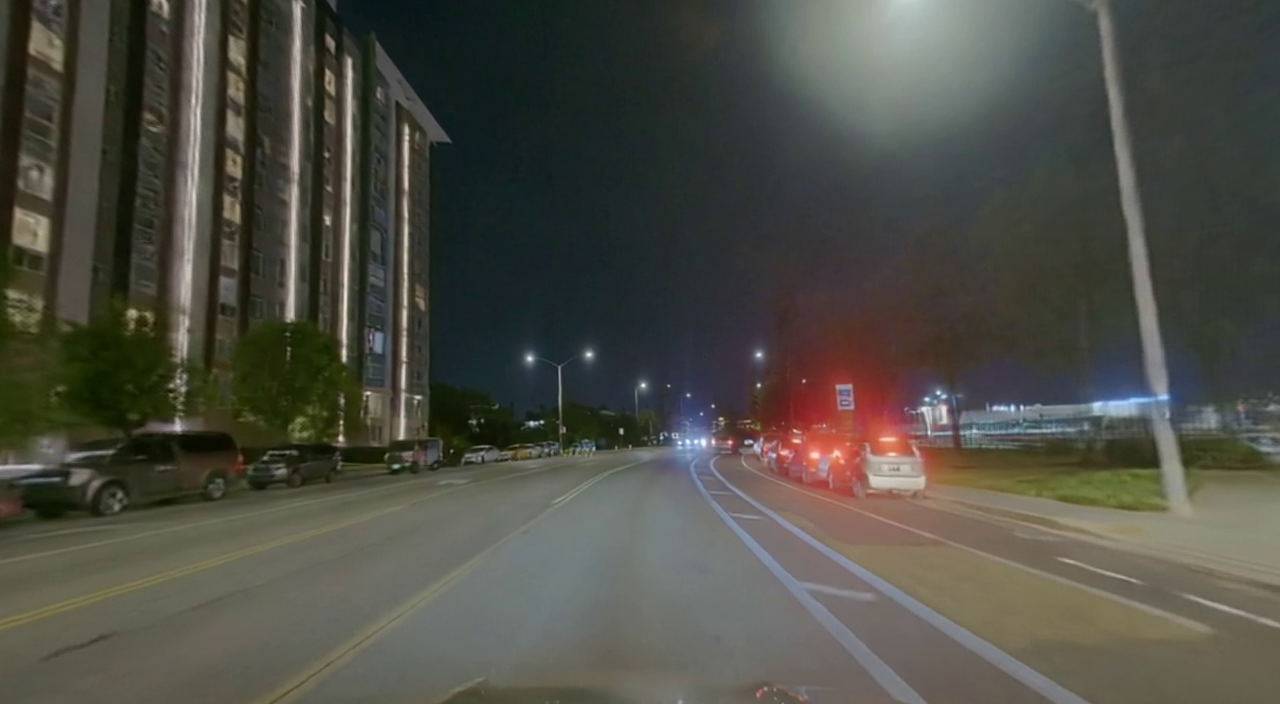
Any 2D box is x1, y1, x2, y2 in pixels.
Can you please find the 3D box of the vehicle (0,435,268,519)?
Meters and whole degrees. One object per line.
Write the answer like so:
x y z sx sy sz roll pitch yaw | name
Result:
-12.734 3.127 16.631 2.290 1.799 5.801 0 -8 0 | vehicle

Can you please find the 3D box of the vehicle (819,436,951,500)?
6.352 3.035 17.023 1.947 1.487 4.549 0 -8 3 | vehicle

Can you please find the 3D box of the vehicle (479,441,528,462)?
-10.101 7.375 47.032 1.873 1.467 4.644 -2 -8 10 | vehicle

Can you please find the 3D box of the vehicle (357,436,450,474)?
-12.219 5.359 33.180 2.137 1.835 5.833 -1 -8 6 | vehicle

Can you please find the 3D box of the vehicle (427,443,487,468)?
-11.341 6.402 39.496 1.829 1.449 4.713 -1 -8 7 | vehicle

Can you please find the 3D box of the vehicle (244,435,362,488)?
-12.723 4.139 24.254 2.001 1.836 4.471 0 -8 1 | vehicle
